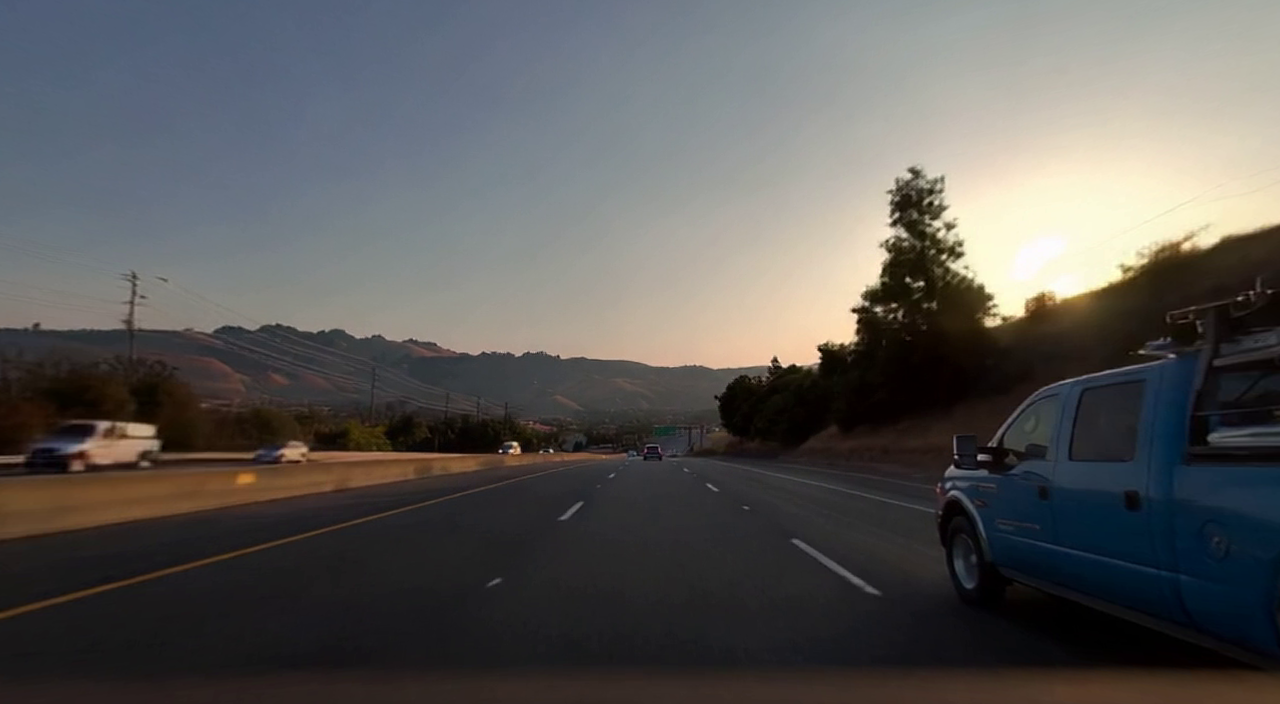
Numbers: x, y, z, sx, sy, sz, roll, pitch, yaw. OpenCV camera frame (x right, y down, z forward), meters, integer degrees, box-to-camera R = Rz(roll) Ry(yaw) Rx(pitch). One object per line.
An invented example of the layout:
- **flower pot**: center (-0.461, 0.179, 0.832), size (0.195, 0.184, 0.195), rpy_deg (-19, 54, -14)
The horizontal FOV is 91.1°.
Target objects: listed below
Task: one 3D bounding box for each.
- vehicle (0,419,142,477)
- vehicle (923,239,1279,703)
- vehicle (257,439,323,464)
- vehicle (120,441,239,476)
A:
- **vehicle**: center (-25.412, 4.212, 27.629), size (2.331, 2.254, 5.541), rpy_deg (0, -9, 1)
- **vehicle**: center (3.901, 0.648, 2.475), size (2.538, 2.228, 6.370), rpy_deg (0, -9, 0)
- **vehicle**: center (-25.155, 7.178, 45.303), size (1.995, 1.687, 4.555), rpy_deg (0, -9, 1)
- **vehicle**: center (-21.161, 4.893, 29.143), size (1.904, 1.488, 4.675), rpy_deg (0, -9, 1)
